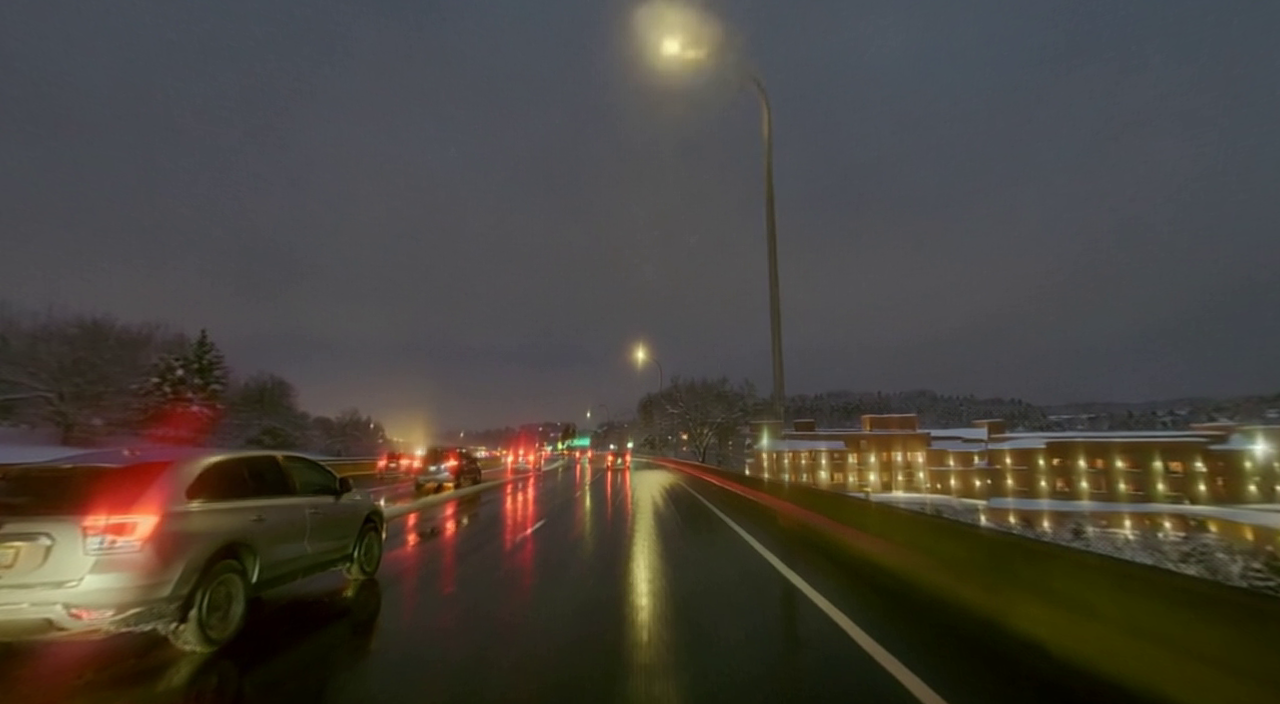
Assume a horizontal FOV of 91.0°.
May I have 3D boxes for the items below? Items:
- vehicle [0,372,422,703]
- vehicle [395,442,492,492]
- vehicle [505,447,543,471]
[{"bbox_3d":[-3.572,1.287,4.891,2.036,1.717,4.592,0,-9,1],"label":"vehicle"},{"bbox_3d":[-7.097,4.202,23.356,2.075,1.642,4.638,0,-9,0],"label":"vehicle"},{"bbox_3d":[-8.549,7.885,46.645,2.065,1.689,4.399,0,-9,-2],"label":"vehicle"}]
